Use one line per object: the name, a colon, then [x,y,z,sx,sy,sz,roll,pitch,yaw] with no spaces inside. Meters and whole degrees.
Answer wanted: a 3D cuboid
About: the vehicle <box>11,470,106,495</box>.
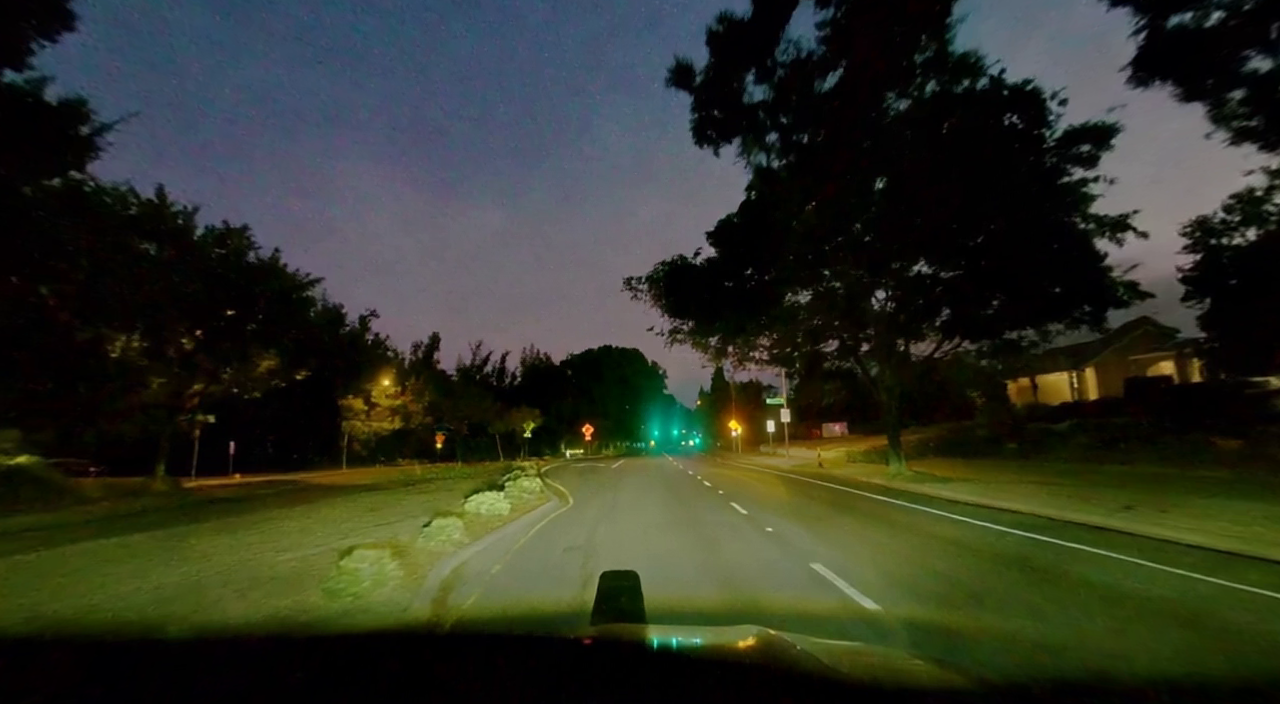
vehicle: [-39.567,8.850,43.042,1.896,1.408,4.446,0,-9,7]
